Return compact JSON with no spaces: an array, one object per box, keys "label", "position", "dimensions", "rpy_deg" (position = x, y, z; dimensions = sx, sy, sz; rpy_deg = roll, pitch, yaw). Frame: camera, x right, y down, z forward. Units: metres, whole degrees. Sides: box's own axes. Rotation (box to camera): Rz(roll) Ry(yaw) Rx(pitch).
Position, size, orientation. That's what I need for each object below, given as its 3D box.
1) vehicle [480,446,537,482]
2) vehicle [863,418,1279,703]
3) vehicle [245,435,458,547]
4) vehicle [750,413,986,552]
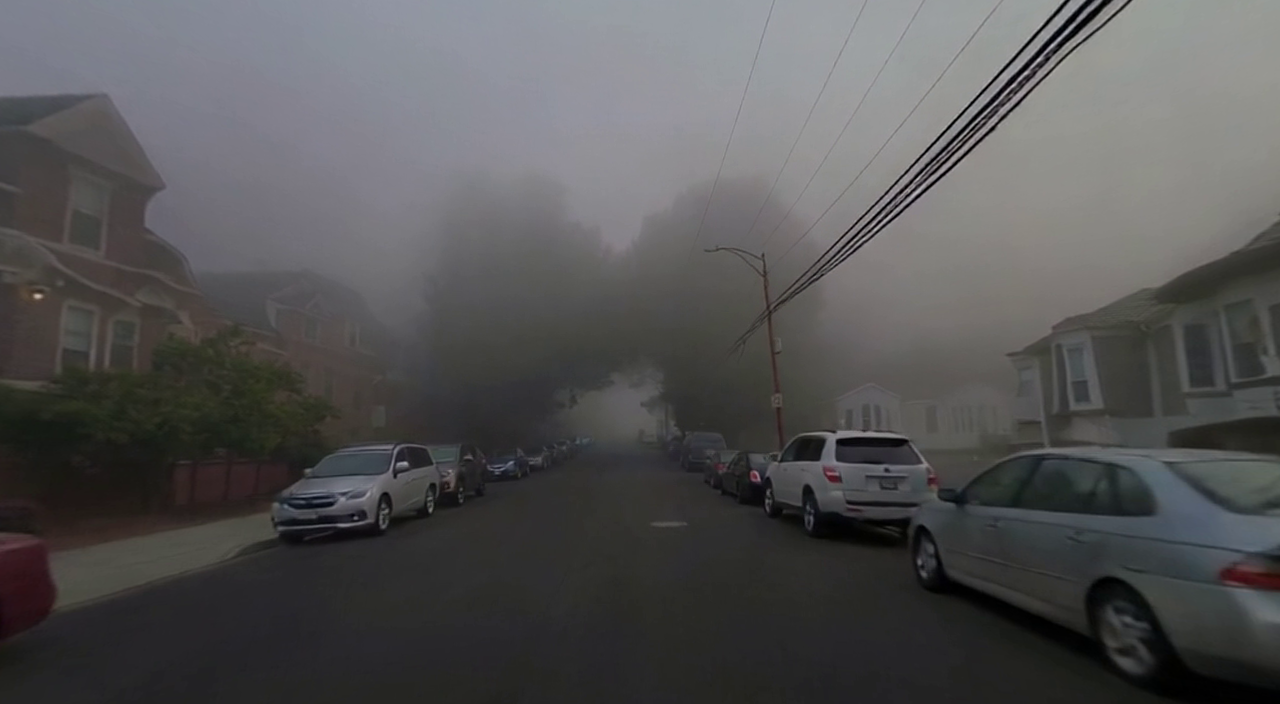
[{"label":"vehicle","position":[-6.470,5.539,31.585],"dimensions":[2.002,1.585,5.080],"rpy_deg":[0,-8,-3]},{"label":"vehicle","position":[3.752,1.367,4.962],"dimensions":[2.174,1.504,4.809],"rpy_deg":[0,-8,-1]},{"label":"vehicle","position":[-5.988,2.908,14.207],"dimensions":[2.184,1.958,5.757],"rpy_deg":[0,-8,-2]},{"label":"vehicle","position":[3.477,2.099,10.968],"dimensions":[2.009,1.810,5.045],"rpy_deg":[0,-8,-3]}]
